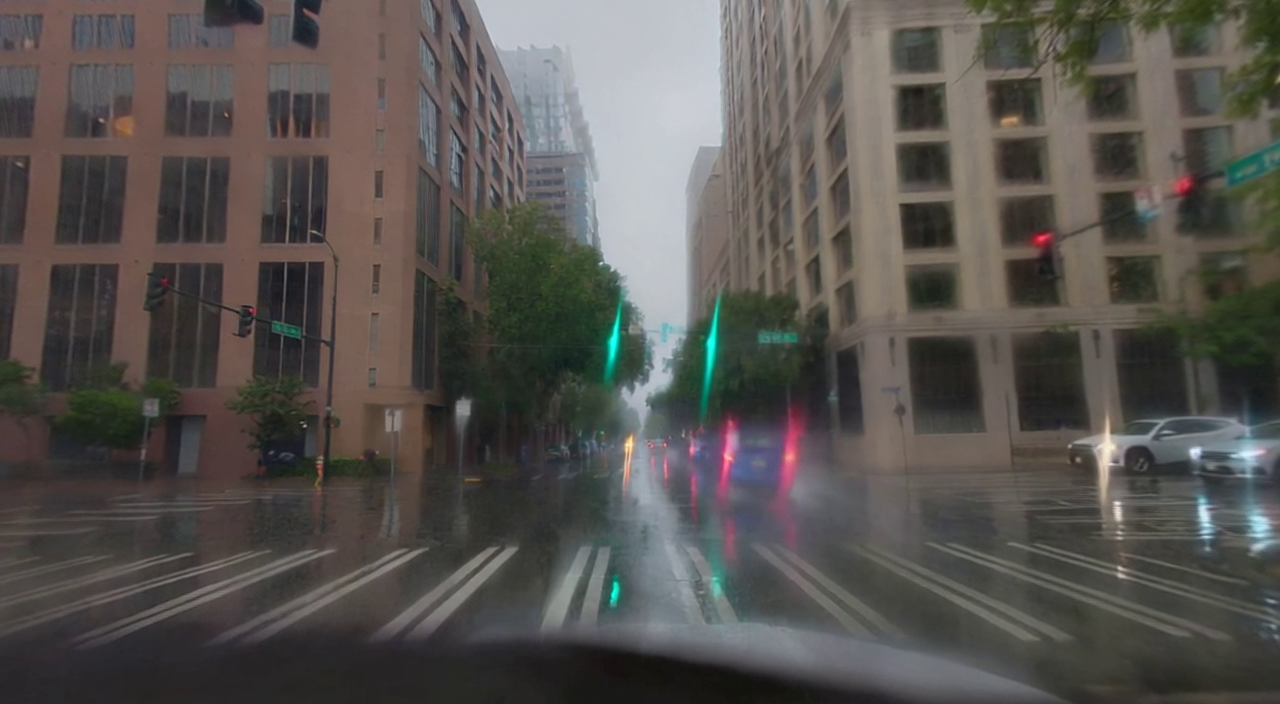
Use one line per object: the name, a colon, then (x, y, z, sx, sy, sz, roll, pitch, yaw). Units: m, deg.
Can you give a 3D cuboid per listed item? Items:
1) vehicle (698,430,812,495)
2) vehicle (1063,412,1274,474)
vehicle: (2.837, 2.848, 16.642, 2.039, 1.470, 4.355, 0, -8, -2)
vehicle: (16.900, 2.940, 20.406, 4.802, 1.860, 2.146, 0, -8, 1)
